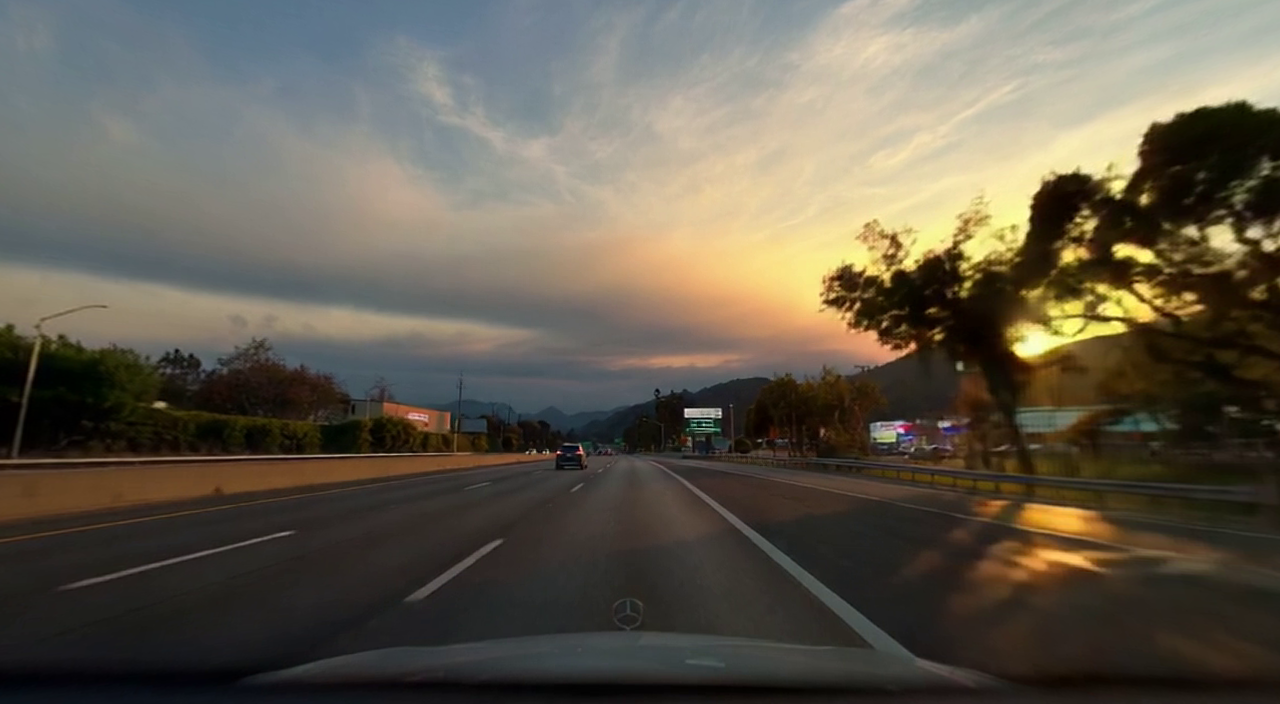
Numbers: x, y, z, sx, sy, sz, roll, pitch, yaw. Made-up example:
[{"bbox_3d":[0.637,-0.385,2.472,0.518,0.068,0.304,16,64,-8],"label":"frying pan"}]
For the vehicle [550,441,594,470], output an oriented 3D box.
[{"bbox_3d":[-4.336,6.713,41.178,2.236,1.736,5.585,0,-8,0],"label":"vehicle"}]
